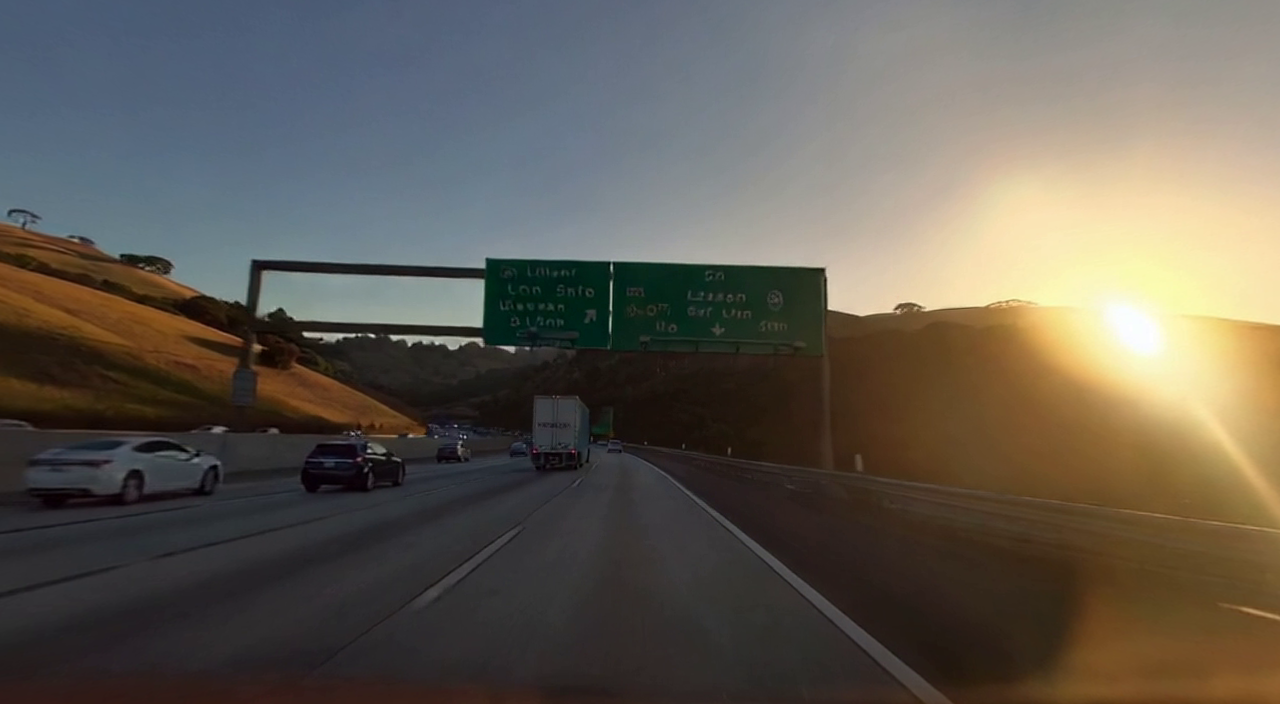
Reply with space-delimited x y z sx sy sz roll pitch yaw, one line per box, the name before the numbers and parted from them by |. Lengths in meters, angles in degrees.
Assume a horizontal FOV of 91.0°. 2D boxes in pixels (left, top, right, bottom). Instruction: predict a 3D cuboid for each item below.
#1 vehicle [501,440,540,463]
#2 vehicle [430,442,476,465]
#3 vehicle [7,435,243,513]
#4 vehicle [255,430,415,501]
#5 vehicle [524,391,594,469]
vehicle | -9.046 7.563 48.030 2.128 1.658 4.443 1 -9 -1
vehicle | -12.593 6.856 42.662 1.868 1.454 4.290 1 -9 -1
vehicle | -11.383 2.688 14.387 1.908 1.491 4.048 1 -9 0
vehicle | -8.159 3.071 17.455 2.099 1.644 4.638 1 -9 0
vehicle | -4.752 5.115 39.870 2.880 4.025 14.064 1 -8 -1
